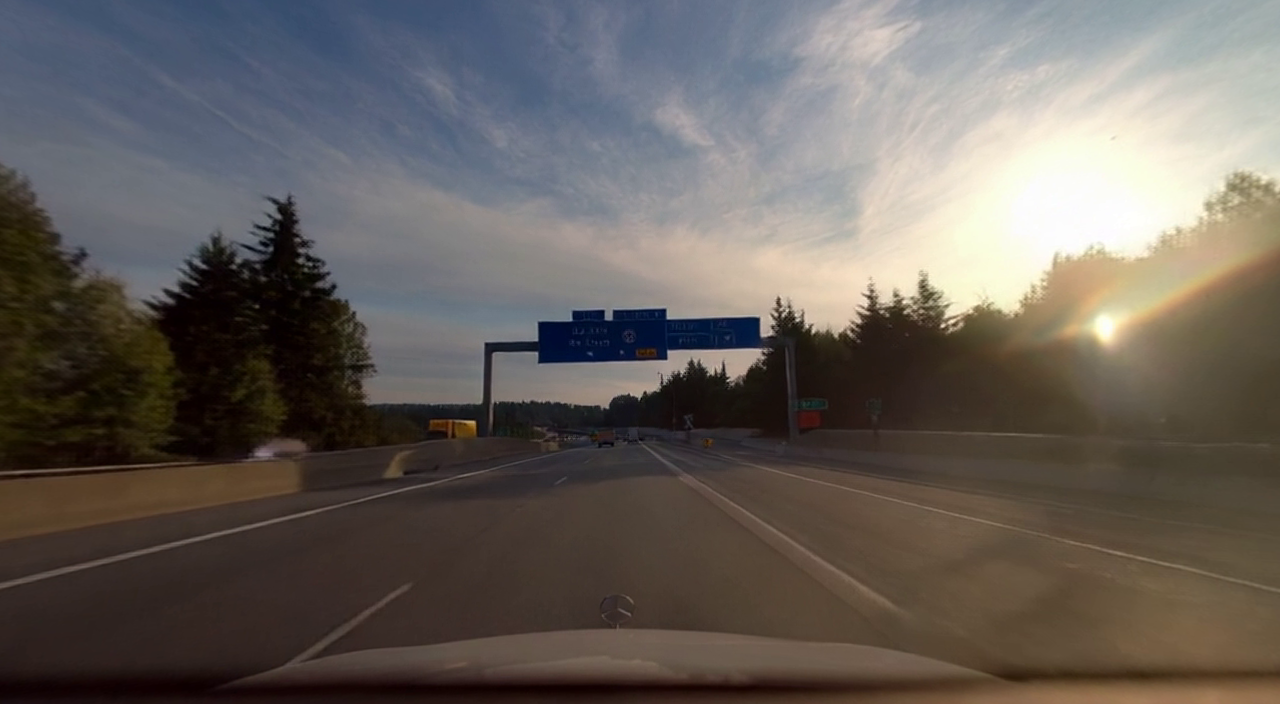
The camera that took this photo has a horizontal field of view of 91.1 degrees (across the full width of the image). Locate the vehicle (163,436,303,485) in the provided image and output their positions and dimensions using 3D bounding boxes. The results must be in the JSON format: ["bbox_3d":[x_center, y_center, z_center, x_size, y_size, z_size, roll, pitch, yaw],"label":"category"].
[{"bbox_3d":[-13.715,3.651,21.567,1.941,1.486,4.335,0,-8,-1],"label":"vehicle"}]
